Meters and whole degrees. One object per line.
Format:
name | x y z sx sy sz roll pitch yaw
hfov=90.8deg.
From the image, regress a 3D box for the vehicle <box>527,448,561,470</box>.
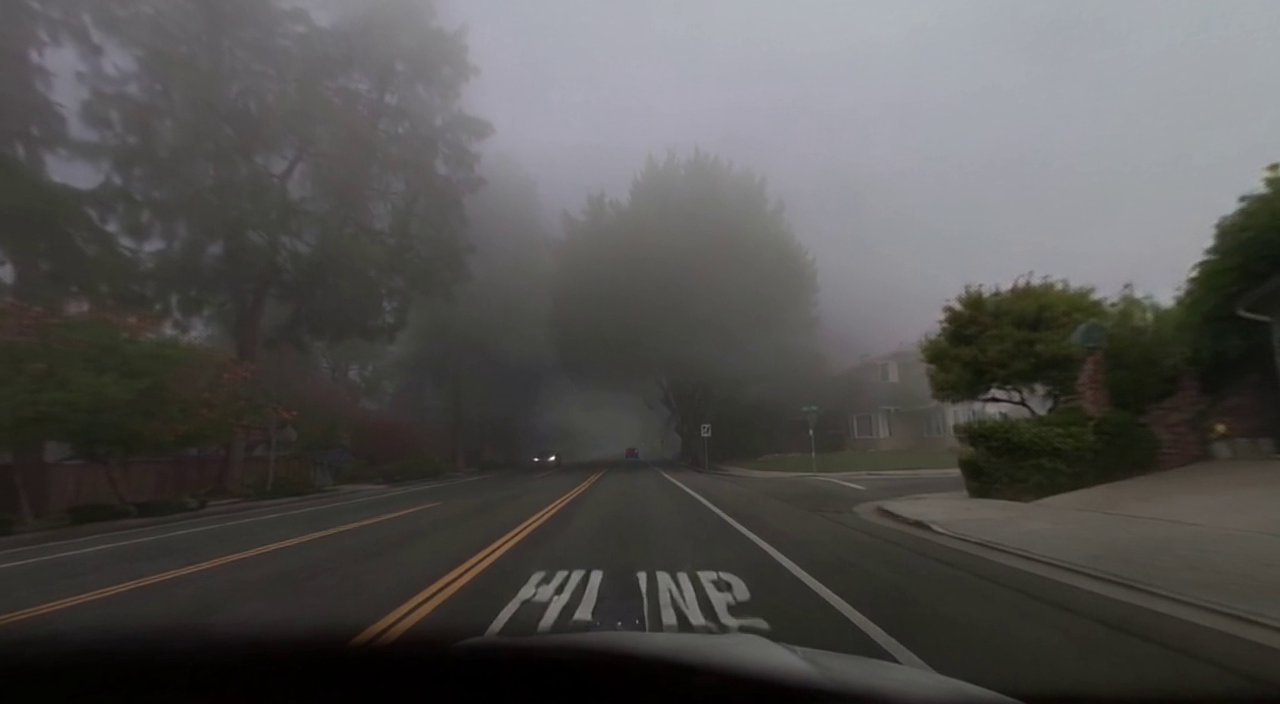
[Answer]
vehicle | -7.542 8.444 49.924 1.994 1.646 4.276 0 -8 0
